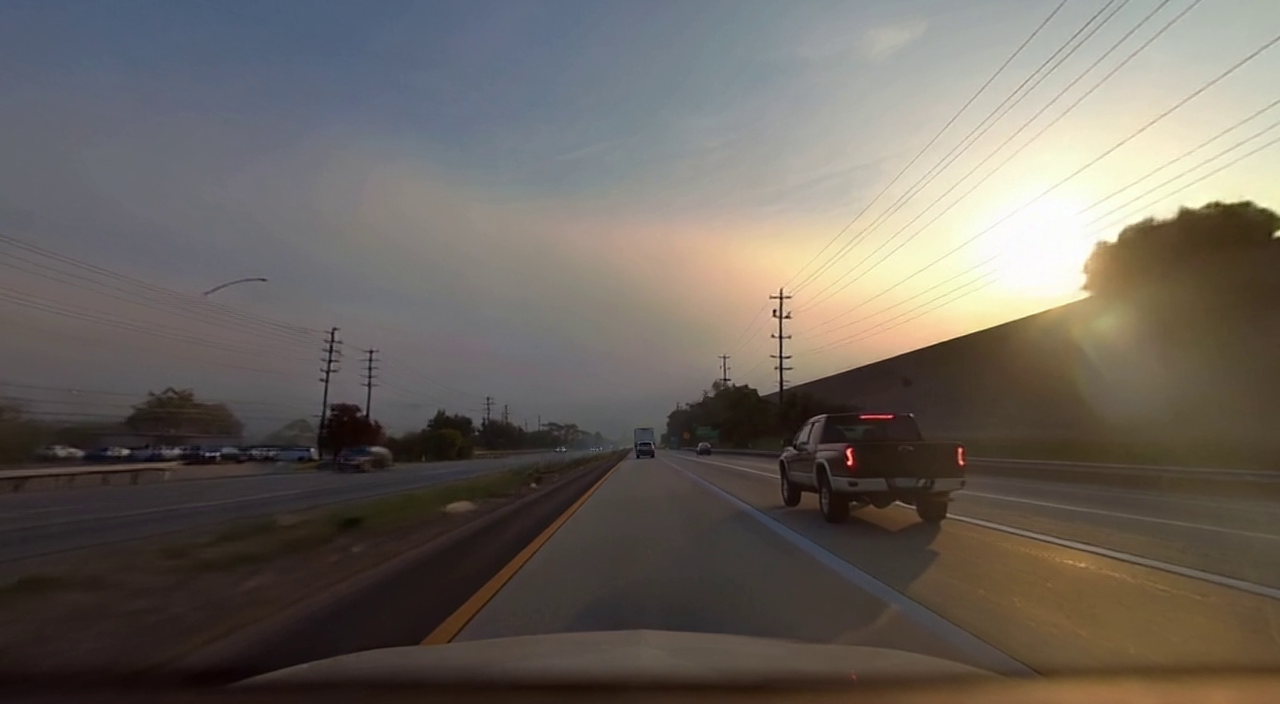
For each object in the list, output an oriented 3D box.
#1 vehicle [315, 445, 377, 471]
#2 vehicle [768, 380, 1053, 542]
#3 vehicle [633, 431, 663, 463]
[{"bbox_3d":[-18.842,6.800,40.648,1.973,1.597,4.252,0,-8,0],"label":"vehicle"},{"bbox_3d":[4.187,1.871,11.336,2.594,2.155,5.670,0,-8,0],"label":"vehicle"},{"bbox_3d":[0.552,7.197,47.762,2.099,2.260,4.899,0,-8,-1],"label":"vehicle"}]
